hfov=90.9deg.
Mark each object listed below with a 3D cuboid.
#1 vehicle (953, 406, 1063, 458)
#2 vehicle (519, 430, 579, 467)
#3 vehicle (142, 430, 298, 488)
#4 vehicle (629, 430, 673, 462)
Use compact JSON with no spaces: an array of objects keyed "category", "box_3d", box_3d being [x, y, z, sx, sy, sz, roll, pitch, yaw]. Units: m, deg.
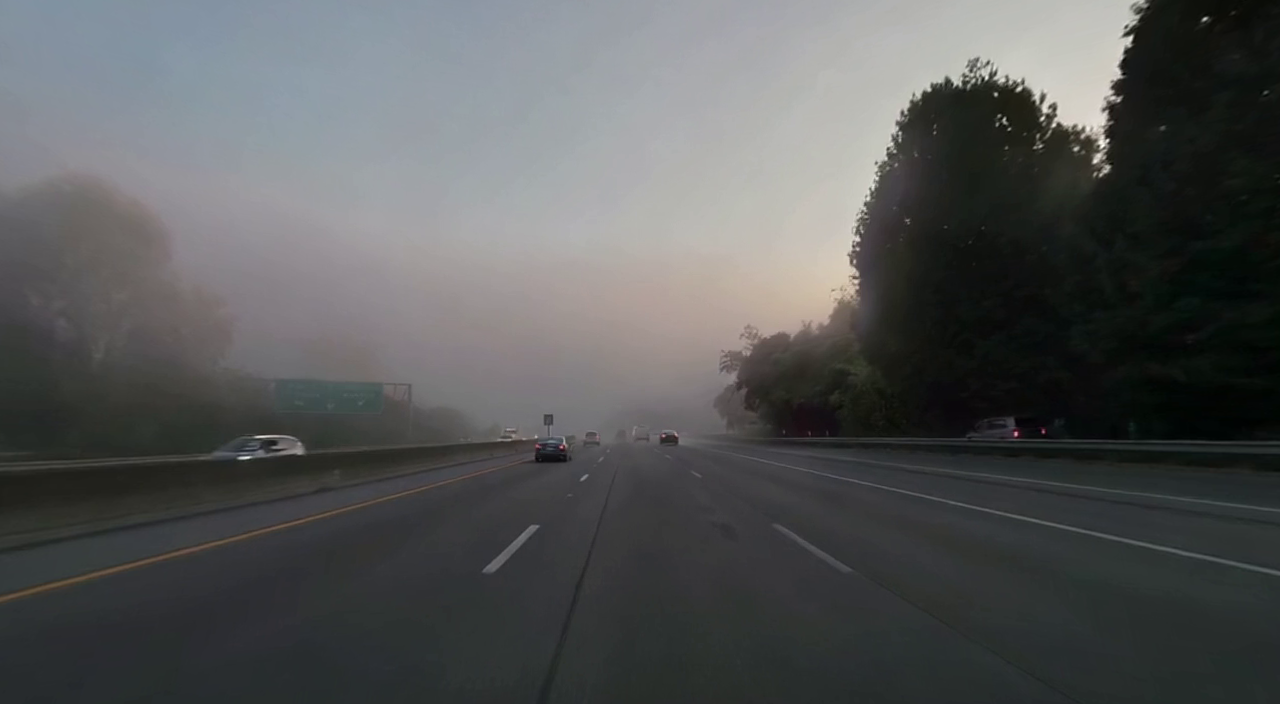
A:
[{"category":"vehicle","box_3d":[19.722,4.377,34.218,2.232,2.540,6.015,0,-8,0]},{"category":"vehicle","box_3d":[-3.885,4.208,27.583,2.014,1.471,4.380,0,-8,-1]},{"category":"vehicle","box_3d":[-11.798,3.010,18.073,1.797,1.467,3.902,0,-8,-1]},{"category":"vehicle","box_3d":[0.503,4.828,32.520,2.086,1.554,3.875,0,-8,-2]}]
